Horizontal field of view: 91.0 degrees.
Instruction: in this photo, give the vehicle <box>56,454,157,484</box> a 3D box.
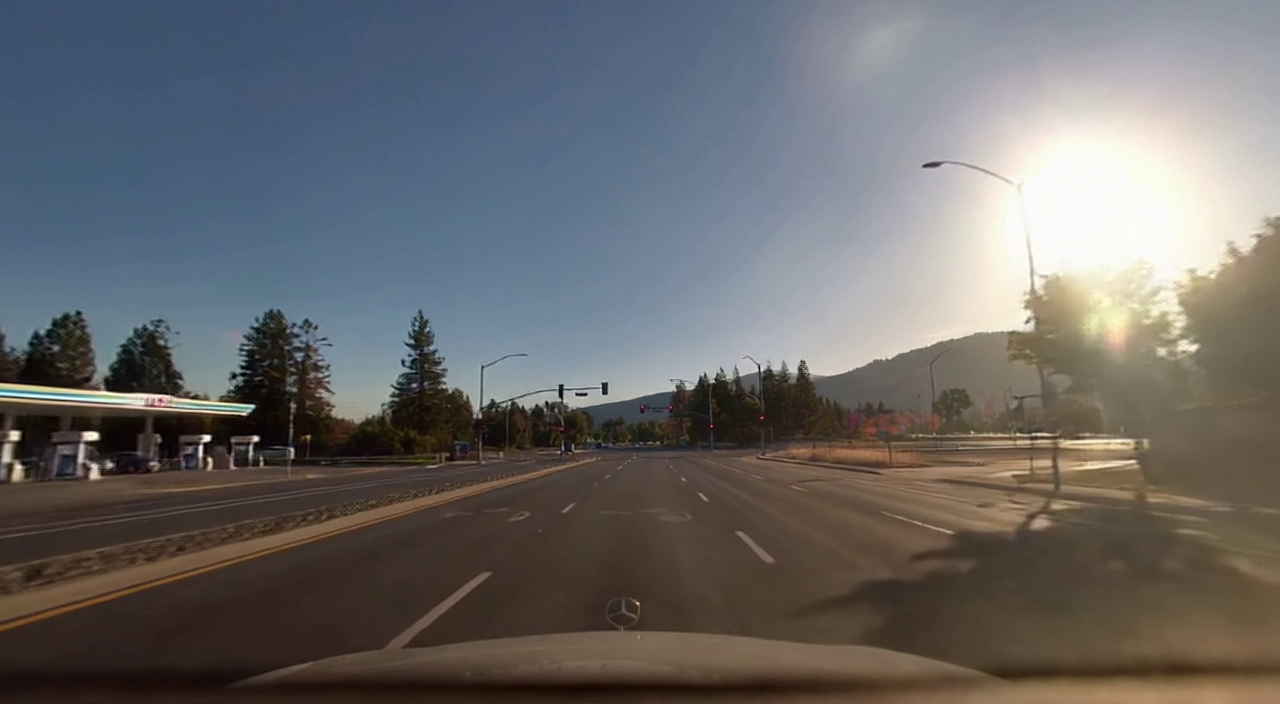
[{"bbox_3d":[-34.219,7.452,40.487,1.992,1.721,4.570,-7,-11,39],"label":"vehicle"}]
